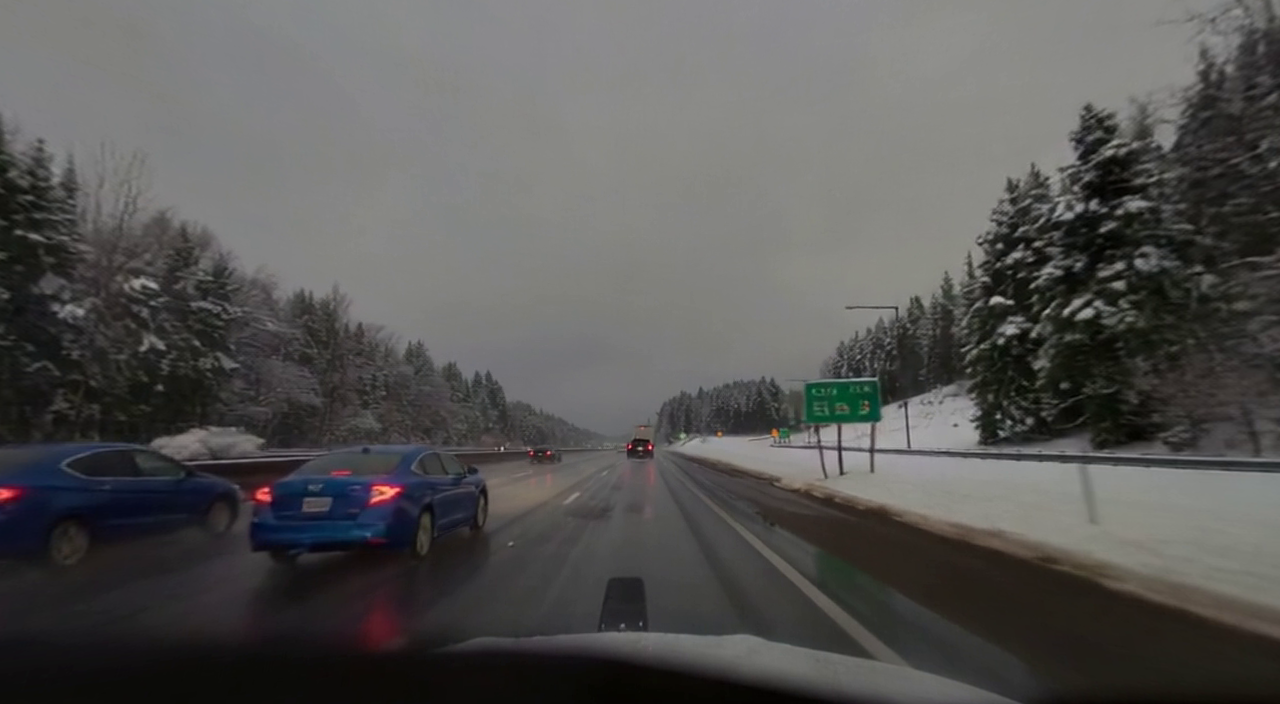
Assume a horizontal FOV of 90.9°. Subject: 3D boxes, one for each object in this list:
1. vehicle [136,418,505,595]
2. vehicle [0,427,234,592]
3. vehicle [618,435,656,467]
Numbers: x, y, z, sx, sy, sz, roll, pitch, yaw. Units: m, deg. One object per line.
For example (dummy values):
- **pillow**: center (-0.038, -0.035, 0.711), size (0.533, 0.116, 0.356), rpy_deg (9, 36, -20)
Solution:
- **vehicle**: center (-3.458, 1.783, 8.338), size (2.139, 1.589, 5.102), rpy_deg (0, -8, 1)
- **vehicle**: center (-6.942, 1.599, 6.734), size (2.009, 1.519, 4.697), rpy_deg (-1, -8, 1)
- **vehicle**: center (-0.139, 6.270, 40.127), size (2.309, 1.915, 5.130), rpy_deg (0, -8, 1)
